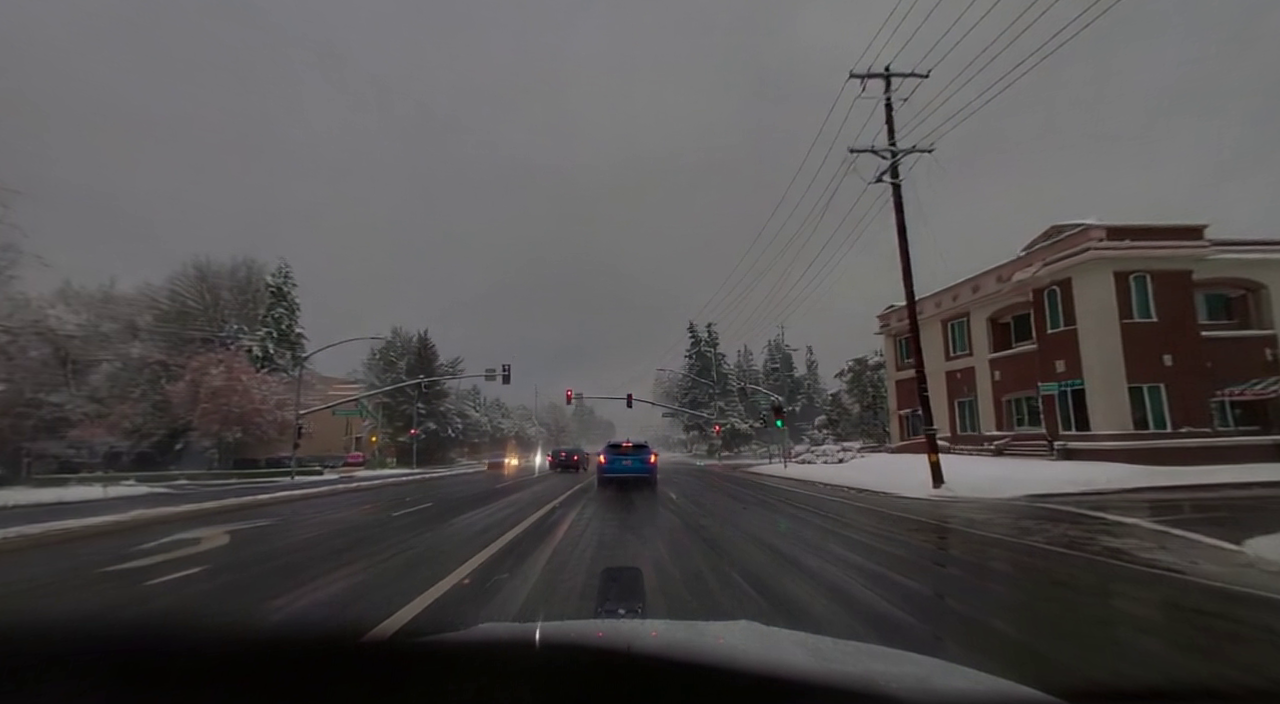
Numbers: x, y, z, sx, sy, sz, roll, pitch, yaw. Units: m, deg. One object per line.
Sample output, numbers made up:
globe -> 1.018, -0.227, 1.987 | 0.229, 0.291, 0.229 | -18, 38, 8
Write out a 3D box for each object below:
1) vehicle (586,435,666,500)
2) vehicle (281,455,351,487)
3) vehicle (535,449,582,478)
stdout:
vehicle -> -0.437, 3.501, 19.516 | 2.188, 1.782, 3.982 | 0, -8, -1
vehicle -> -19.387, 7.097, 38.070 | 1.986, 1.704, 4.546 | 0, -8, -3
vehicle -> -4.338, 6.027, 34.455 | 2.075, 1.474, 4.367 | 0, -8, -1
